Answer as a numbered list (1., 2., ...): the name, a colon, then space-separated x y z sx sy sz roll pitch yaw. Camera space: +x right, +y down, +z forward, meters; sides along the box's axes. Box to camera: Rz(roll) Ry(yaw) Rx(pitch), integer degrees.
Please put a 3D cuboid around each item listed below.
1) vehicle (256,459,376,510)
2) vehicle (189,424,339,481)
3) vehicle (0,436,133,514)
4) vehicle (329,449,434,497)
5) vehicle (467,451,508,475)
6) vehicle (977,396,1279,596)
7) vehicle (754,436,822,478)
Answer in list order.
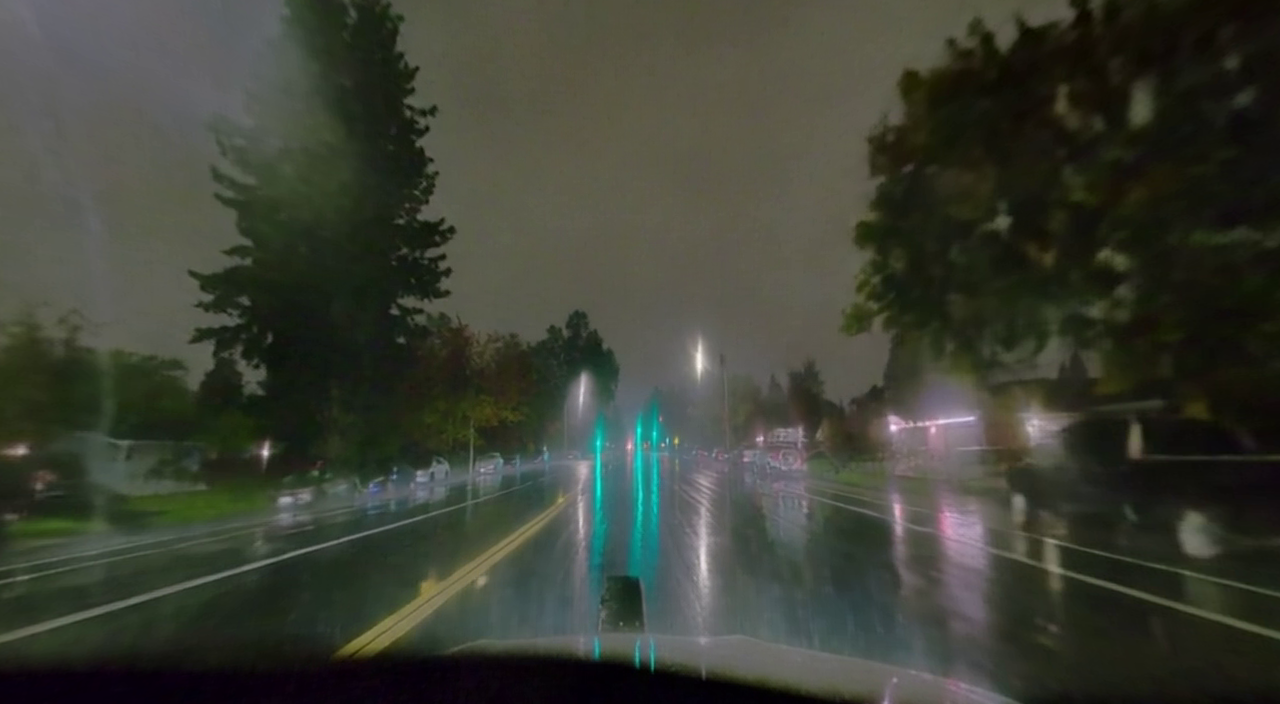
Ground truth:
1. vehicle: -10.840 4.429 21.548 1.838 1.450 4.317 0 -8 -1
2. vehicle: -20.879 5.631 35.380 6.604 3.012 2.656 0 -9 1
3. vehicle: -19.316 3.573 18.594 6.704 2.118 2.342 0 -8 0
4. vehicle: -10.790 5.062 26.909 2.050 1.769 5.585 0 -8 1
5. vehicle: -10.817 7.891 45.139 1.840 1.526 4.214 -1 -8 1
6. vehicle: 7.373 1.748 8.479 2.224 1.956 6.057 0 -8 -1
7. vehicle: 7.188 5.144 31.218 2.103 1.912 4.892 0 -8 -1
